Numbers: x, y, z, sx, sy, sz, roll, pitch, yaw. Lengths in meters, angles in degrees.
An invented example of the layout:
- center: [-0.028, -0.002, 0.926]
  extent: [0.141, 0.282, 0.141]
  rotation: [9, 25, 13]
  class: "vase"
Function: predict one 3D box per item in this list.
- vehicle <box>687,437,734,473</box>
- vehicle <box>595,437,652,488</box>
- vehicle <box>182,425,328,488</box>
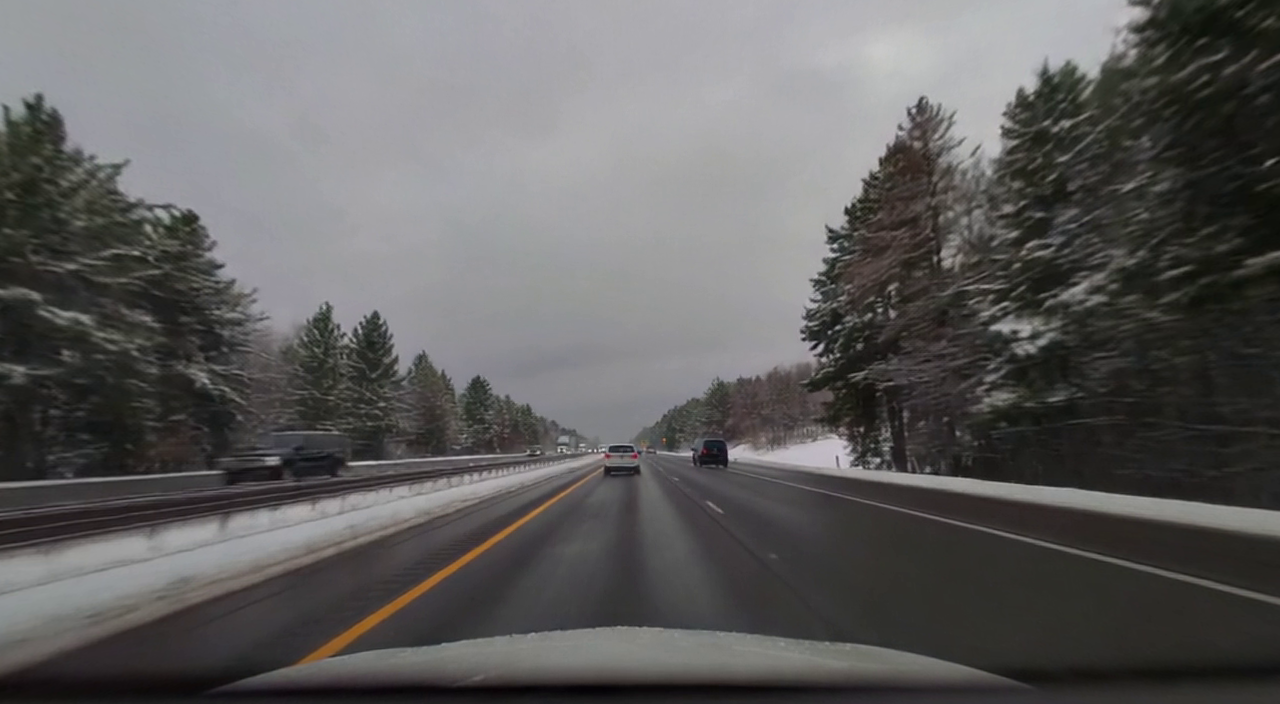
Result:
- center: [4.006, 5.969, 36.486]
  extent: [2.179, 1.930, 4.538]
  rotation: [0, -9, -1]
  class: "vehicle"
- center: [-0.566, 4.129, 23.665]
  extent: [1.963, 1.711, 4.284]
  rotation: [0, -9, 0]
  class: "vehicle"
- center: [-13.515, 3.711, 22.487]
  extent: [2.153, 1.980, 4.811]
  rotation: [0, -9, 0]
  class: "vehicle"
